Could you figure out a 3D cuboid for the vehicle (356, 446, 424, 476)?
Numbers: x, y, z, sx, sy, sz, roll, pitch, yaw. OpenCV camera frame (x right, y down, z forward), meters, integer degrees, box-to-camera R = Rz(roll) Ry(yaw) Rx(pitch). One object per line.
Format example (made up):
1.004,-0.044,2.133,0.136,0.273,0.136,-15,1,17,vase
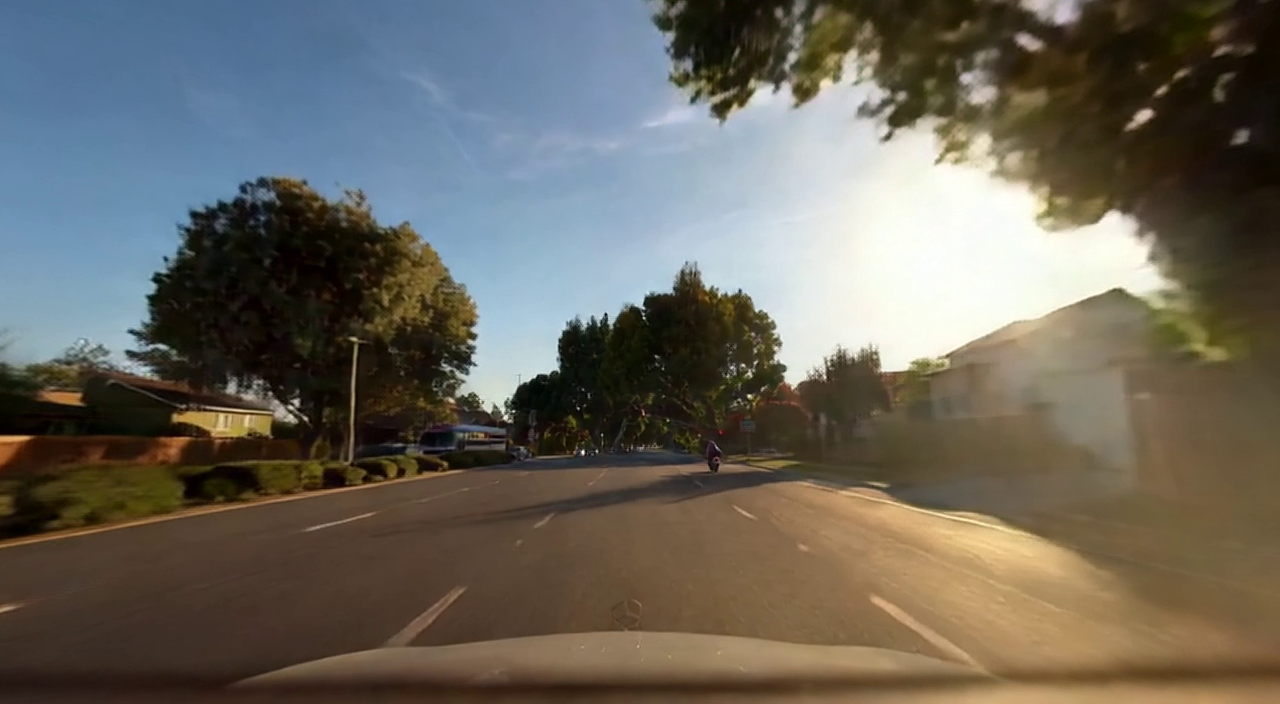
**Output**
-13.814,6.029,35.114,1.888,1.456,4.406,-1,-8,1,vehicle
